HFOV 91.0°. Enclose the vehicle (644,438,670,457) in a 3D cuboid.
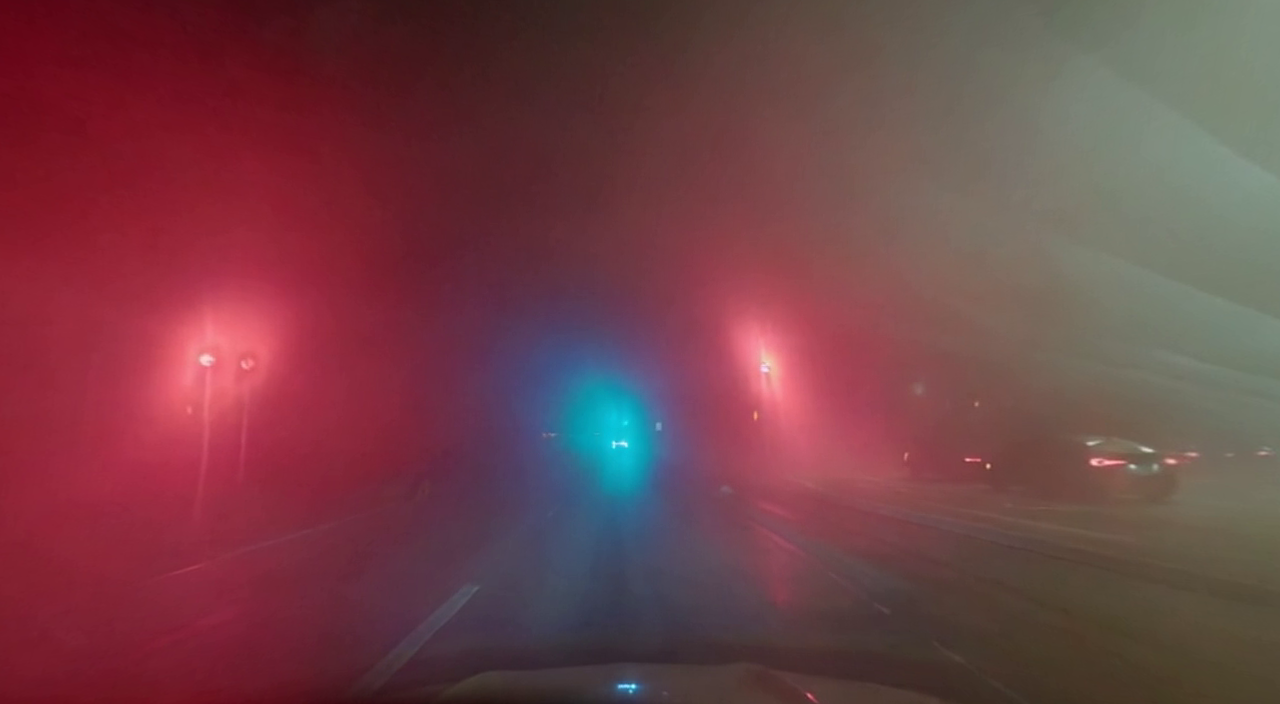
[{"bbox_3d":[1.391,7.547,49.845,1.947,1.475,3.962,-1,-8,3],"label":"vehicle"}]
